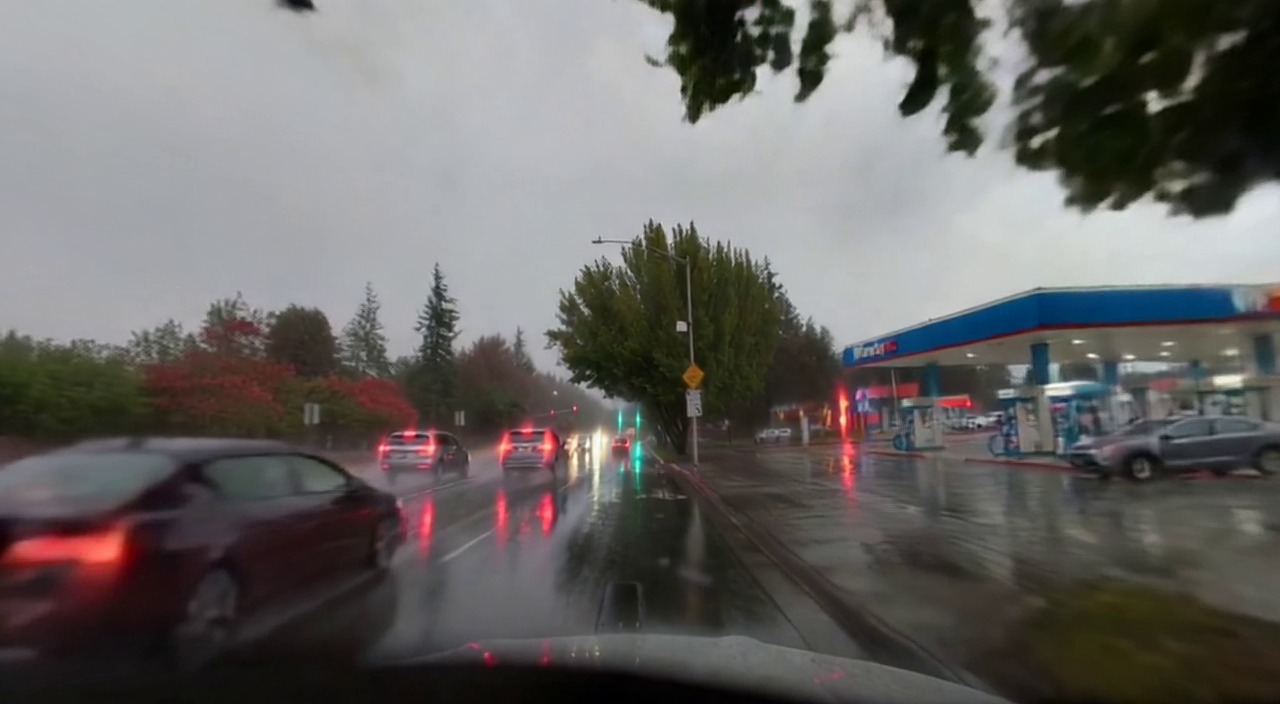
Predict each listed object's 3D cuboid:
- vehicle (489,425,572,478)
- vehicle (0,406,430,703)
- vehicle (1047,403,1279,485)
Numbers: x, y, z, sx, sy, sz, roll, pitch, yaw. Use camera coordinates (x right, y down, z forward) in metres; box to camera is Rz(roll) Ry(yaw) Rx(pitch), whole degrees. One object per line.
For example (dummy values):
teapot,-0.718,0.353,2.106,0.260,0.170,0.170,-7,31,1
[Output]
vehicle,-3.990,3.729,23.853,2.306,1.815,4.476,0,-8,1
vehicle,-3.385,1.279,4.959,1.888,1.452,4.303,0,-8,1
vehicle,12.202,2.058,14.343,4.385,1.439,1.912,-5,-7,4
